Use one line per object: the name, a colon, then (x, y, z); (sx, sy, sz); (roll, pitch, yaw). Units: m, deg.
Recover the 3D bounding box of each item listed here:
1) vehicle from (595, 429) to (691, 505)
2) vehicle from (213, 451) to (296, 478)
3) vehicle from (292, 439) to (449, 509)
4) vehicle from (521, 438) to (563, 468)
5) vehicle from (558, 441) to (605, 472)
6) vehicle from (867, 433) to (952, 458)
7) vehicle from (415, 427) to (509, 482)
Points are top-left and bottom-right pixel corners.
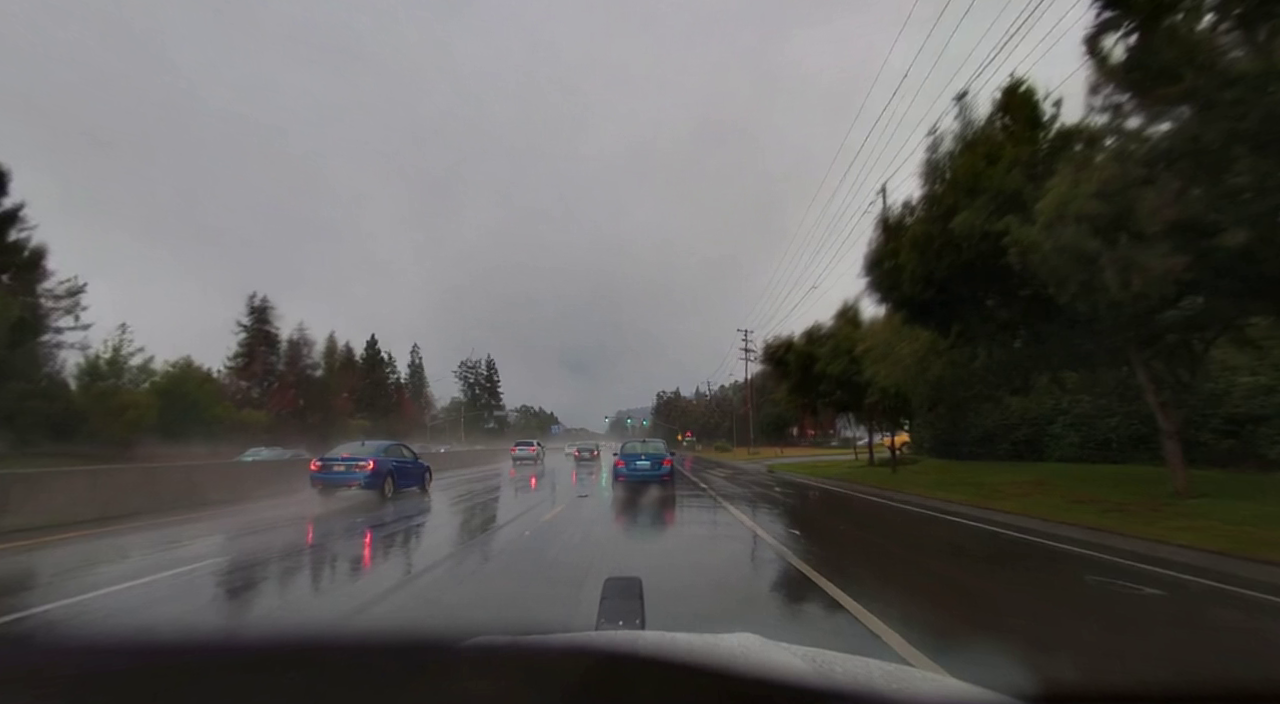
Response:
vehicle: (0.068, 2.862, 16.160); (2.140, 1.653, 4.108); (0, -8, 0)
vehicle: (-22.639, 6.603, 37.323); (1.911, 1.439, 4.742); (0, -8, 0)
vehicle: (-6.474, 2.954, 15.843); (1.900, 1.483, 4.547); (0, -8, 0)
vehicle: (-6.114, 6.354, 39.957); (1.914, 1.756, 4.179); (0, -8, 1)
vehicle: (-3.023, 5.485, 33.471); (2.055, 1.510, 3.961); (0, -8, 2)
vehicle: (17.777, 6.213, 41.784); (4.659, 1.572, 2.019); (0, -8, 0)
vehicle: (-6.739, 3.963, 24.639); (2.144, 1.905, 4.967); (0, -8, 1)
